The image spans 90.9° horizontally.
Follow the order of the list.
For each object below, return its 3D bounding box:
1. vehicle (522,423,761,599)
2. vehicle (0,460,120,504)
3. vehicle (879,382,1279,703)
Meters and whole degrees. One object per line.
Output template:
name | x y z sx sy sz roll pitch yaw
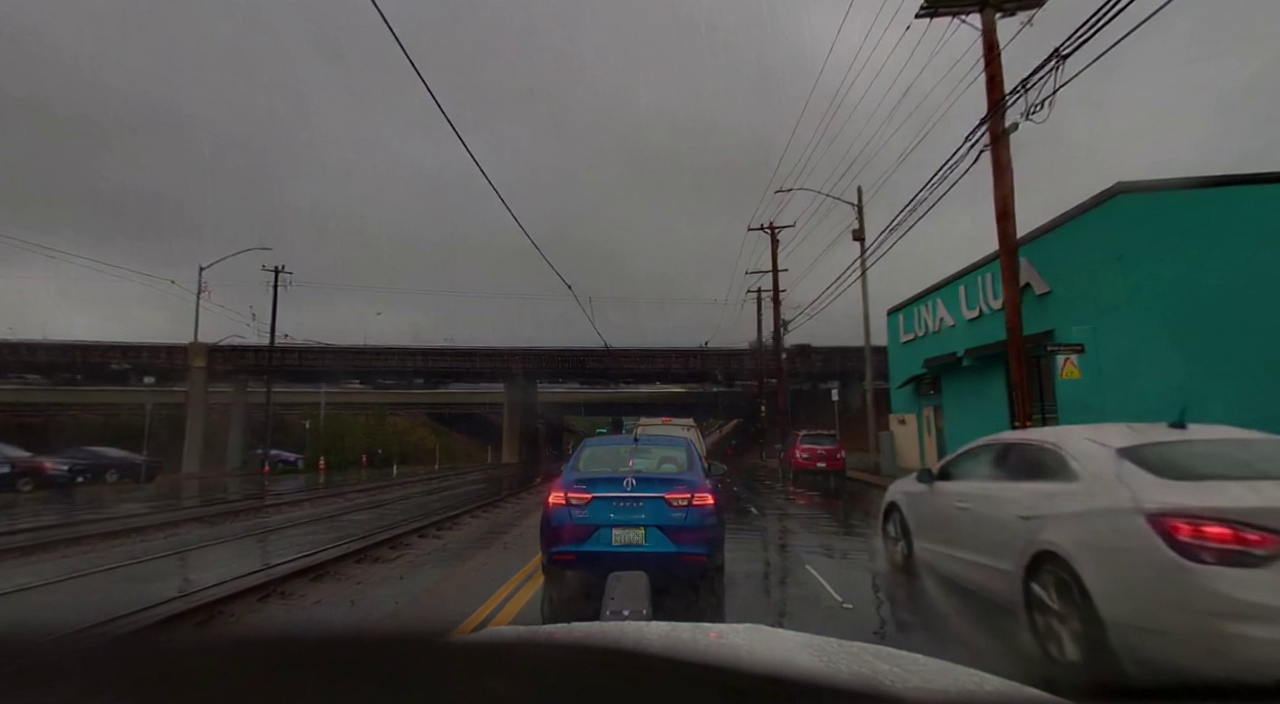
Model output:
vehicle | 0.096 1.702 7.608 2.090 1.518 4.033 -1 -9 3
vehicle | -21.931 4.677 22.838 4.566 1.453 1.935 -1 -9 5
vehicle | 3.203 1.147 4.122 1.948 1.490 4.405 -1 -9 6
